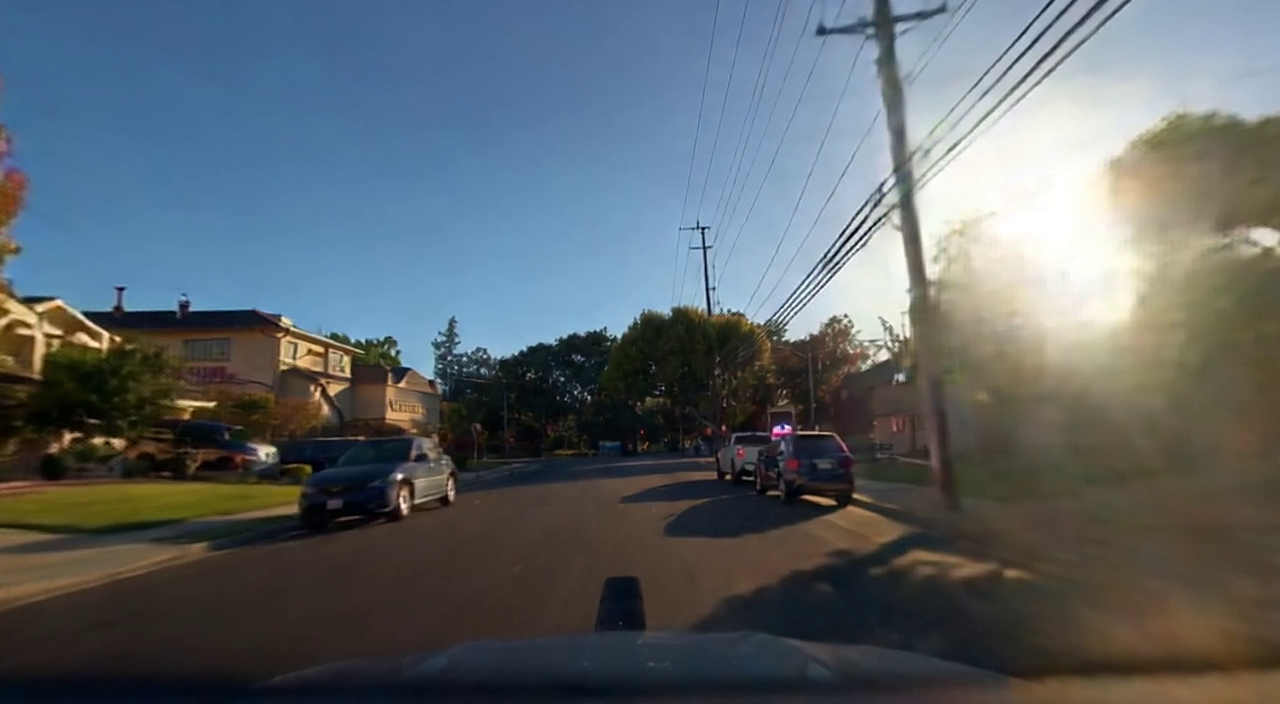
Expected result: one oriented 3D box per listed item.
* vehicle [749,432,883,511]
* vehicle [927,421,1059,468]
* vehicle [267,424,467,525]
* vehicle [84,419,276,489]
[{"bbox_3d":[3.880,2.693,14.652,1.848,1.550,4.054,0,-8,-1],"label":"vehicle"},{"bbox_3d":[15.370,4.050,27.633,4.514,1.921,2.038,-1,-8,2],"label":"vehicle"},{"bbox_3d":[-6.040,2.770,14.983,2.322,1.913,5.582,0,-8,-1],"label":"vehicle"},{"bbox_3d":[-18.027,4.018,25.009,5.548,2.609,2.235,1,-9,-8],"label":"vehicle"}]
